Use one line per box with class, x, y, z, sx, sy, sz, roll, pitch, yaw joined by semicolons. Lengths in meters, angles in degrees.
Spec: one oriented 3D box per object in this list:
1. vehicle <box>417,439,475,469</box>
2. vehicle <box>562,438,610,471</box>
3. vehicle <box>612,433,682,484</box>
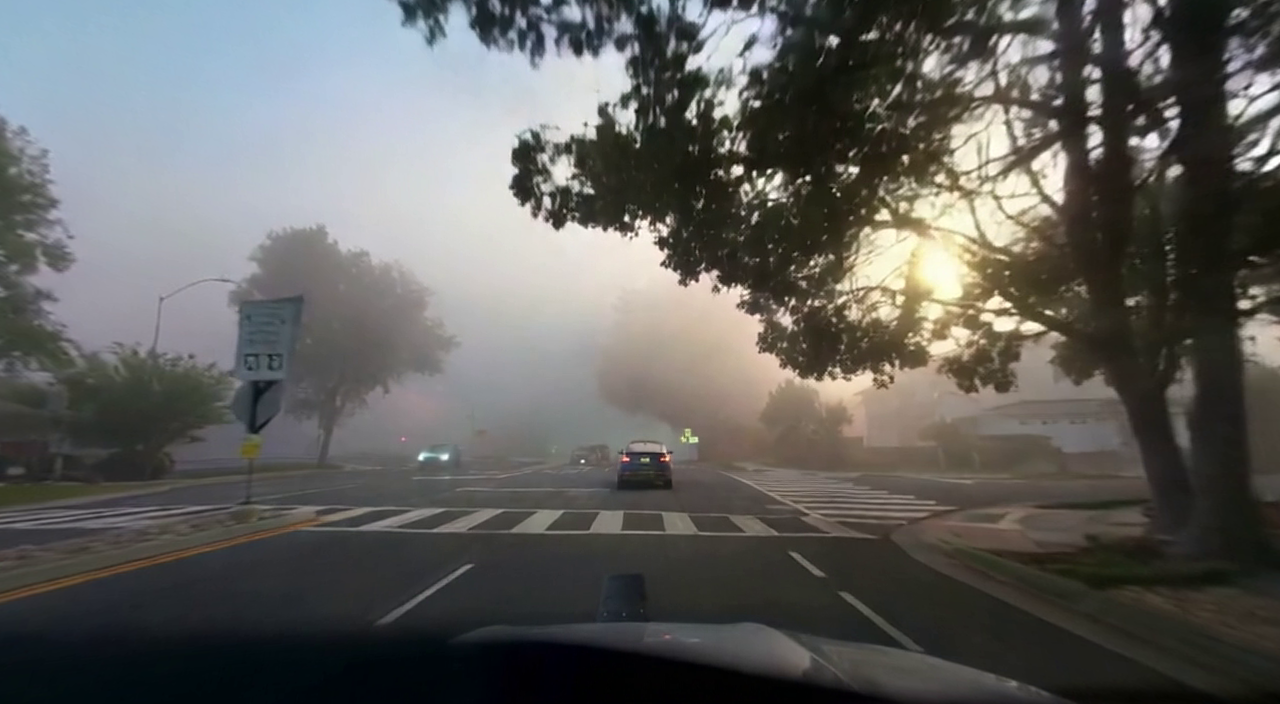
vehicle;-11.435;6.038;37.334;2.103;1.679;4.199;0;-8;0
vehicle;-3.001;5.777;35.802;2.067;1.546;4.988;2;-7;2
vehicle;0.273;3.809;22.777;2.290;1.653;4.127;0;-8;1
